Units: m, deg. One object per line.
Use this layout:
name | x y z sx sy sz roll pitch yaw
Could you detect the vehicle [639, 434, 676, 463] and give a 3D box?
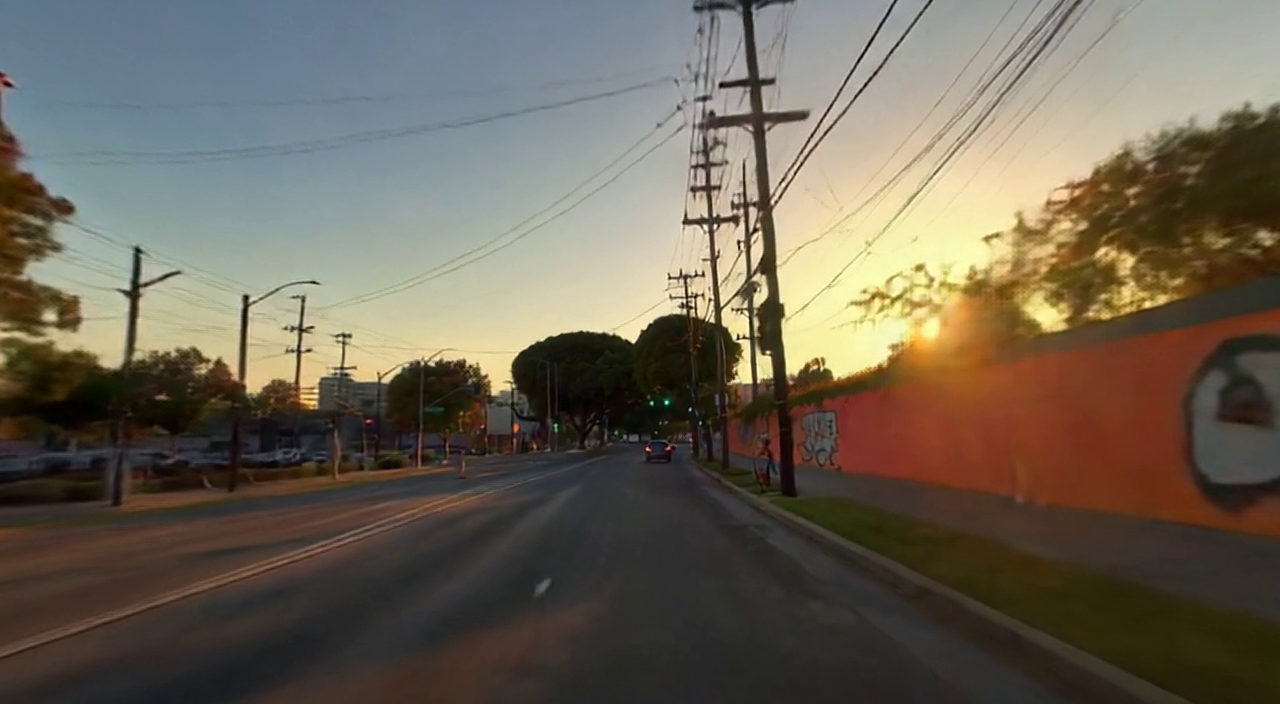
vehicle | 1.046 5.740 37.630 2.105 1.611 3.750 0 -8 2
